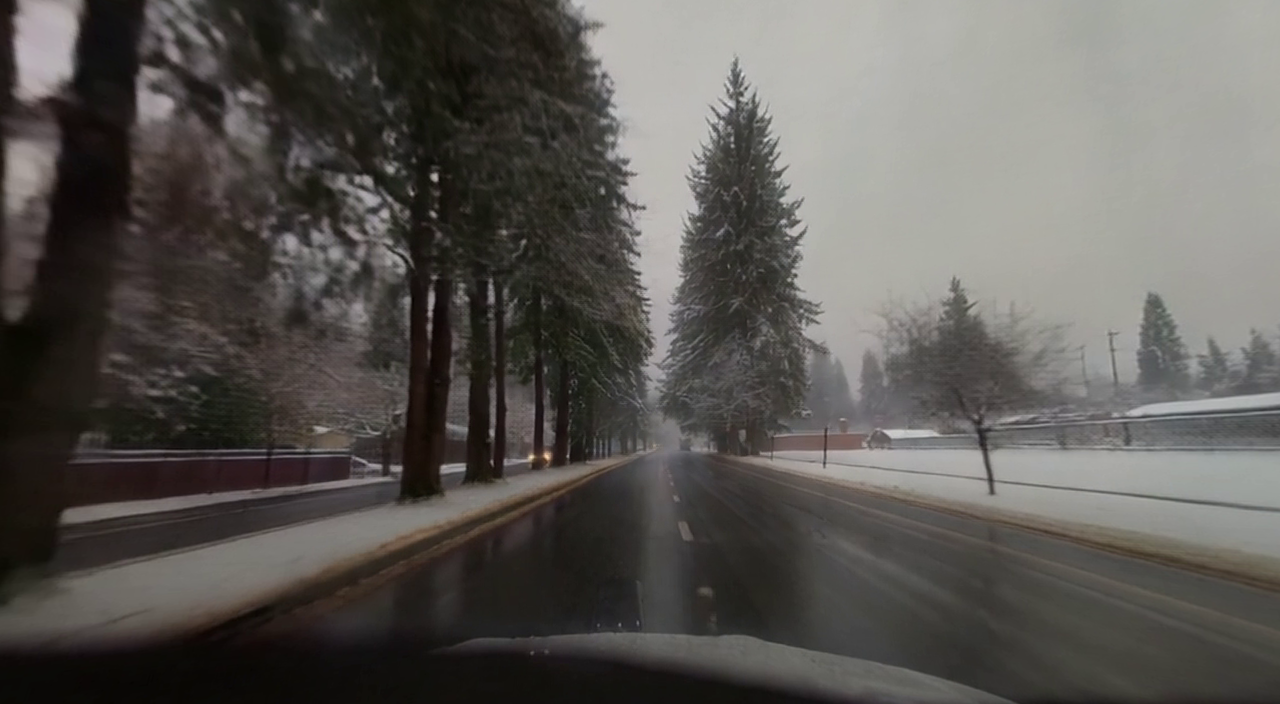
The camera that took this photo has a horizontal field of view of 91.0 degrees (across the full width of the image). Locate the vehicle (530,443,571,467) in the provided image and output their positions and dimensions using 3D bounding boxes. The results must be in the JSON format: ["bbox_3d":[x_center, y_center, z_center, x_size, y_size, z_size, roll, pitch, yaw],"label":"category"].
[{"bbox_3d":[-6.339,7.333,45.081,2.000,1.570,4.808,-1,-9,3],"label":"vehicle"}]
